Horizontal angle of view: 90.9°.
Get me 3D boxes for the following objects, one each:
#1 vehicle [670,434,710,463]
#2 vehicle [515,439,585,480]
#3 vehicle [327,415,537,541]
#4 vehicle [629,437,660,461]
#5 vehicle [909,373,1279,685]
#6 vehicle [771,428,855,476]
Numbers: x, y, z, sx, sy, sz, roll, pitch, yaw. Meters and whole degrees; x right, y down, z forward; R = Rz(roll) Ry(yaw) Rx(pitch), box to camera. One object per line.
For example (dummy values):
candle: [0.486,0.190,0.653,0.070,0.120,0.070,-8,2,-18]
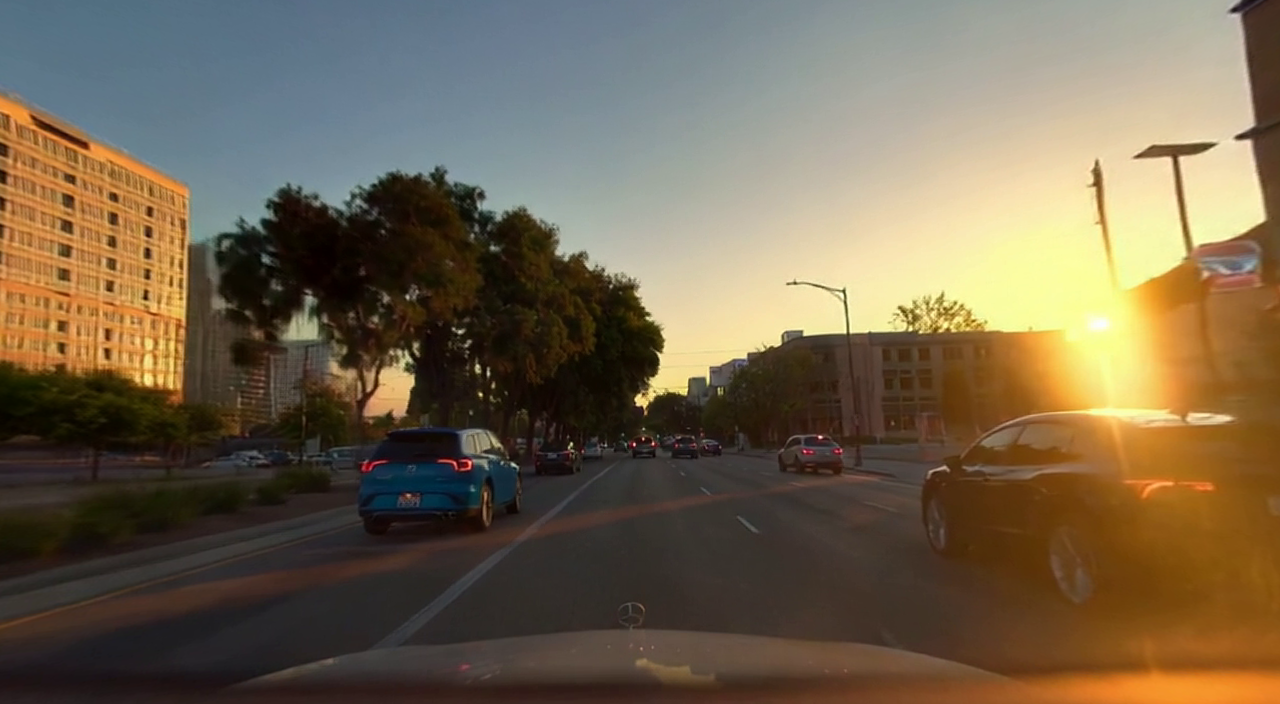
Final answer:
vehicle: [3.269,6.501,42.293,2.178,1.804,4.766,0,-9,-1]
vehicle: [-3.453,4.244,25.019,2.036,1.465,4.301,0,-9,1]
vehicle: [-3.259,2.089,11.020,2.141,1.719,4.379,0,-9,0]
vehicle: [0.314,7.526,48.894,2.304,1.795,4.526,0,-9,0]
vehicle: [4.323,1.275,5.649,2.088,1.666,4.512,-1,-9,4]
vehicle: [6.957,4.089,25.850,2.076,1.793,4.464,0,-9,-1]
